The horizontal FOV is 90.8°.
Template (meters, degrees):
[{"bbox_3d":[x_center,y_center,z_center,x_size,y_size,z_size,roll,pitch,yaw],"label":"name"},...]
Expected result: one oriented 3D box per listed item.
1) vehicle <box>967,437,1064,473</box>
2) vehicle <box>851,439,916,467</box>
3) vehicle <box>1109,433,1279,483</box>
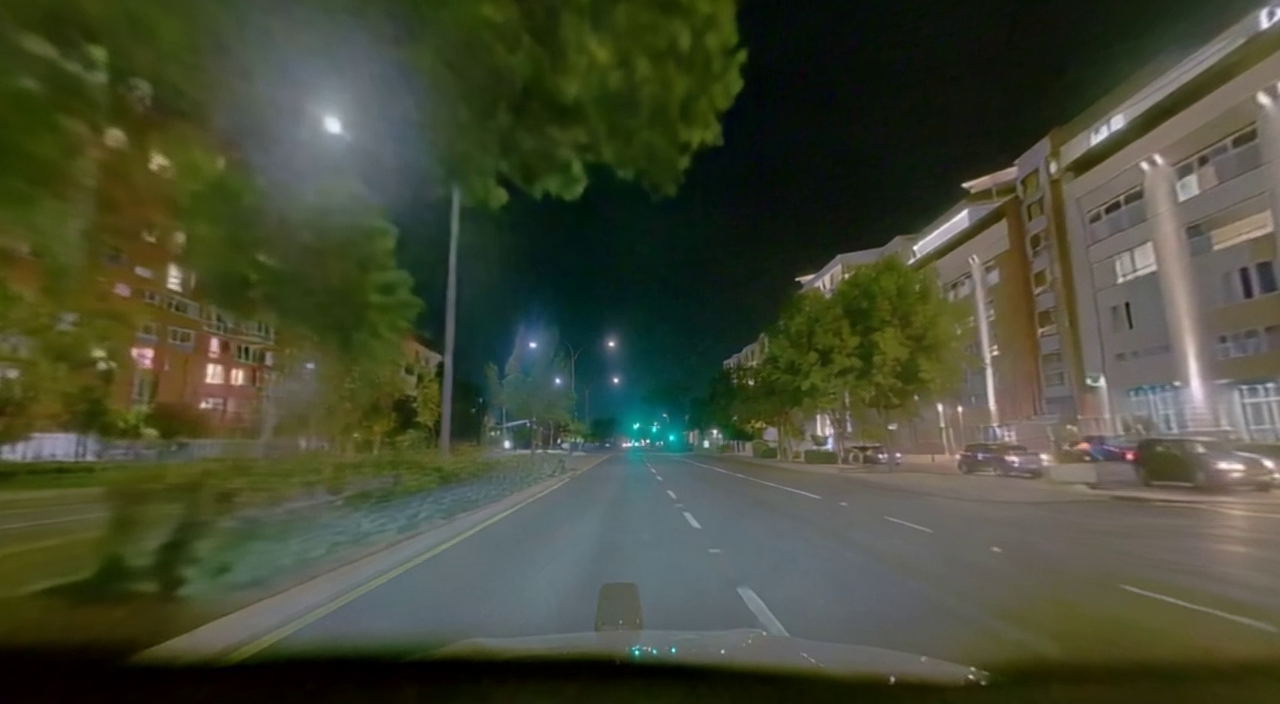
[{"bbox_3d":[18.696,5.133,31.718,1.947,1.667,4.347,0,-9,-3],"label":"vehicle"},{"bbox_3d":[15.425,6.424,40.353,2.006,1.683,4.643,0,-9,-5],"label":"vehicle"},{"bbox_3d":[20.143,3.800,22.790,4.661,1.710,2.127,0,-9,-1],"label":"vehicle"}]
